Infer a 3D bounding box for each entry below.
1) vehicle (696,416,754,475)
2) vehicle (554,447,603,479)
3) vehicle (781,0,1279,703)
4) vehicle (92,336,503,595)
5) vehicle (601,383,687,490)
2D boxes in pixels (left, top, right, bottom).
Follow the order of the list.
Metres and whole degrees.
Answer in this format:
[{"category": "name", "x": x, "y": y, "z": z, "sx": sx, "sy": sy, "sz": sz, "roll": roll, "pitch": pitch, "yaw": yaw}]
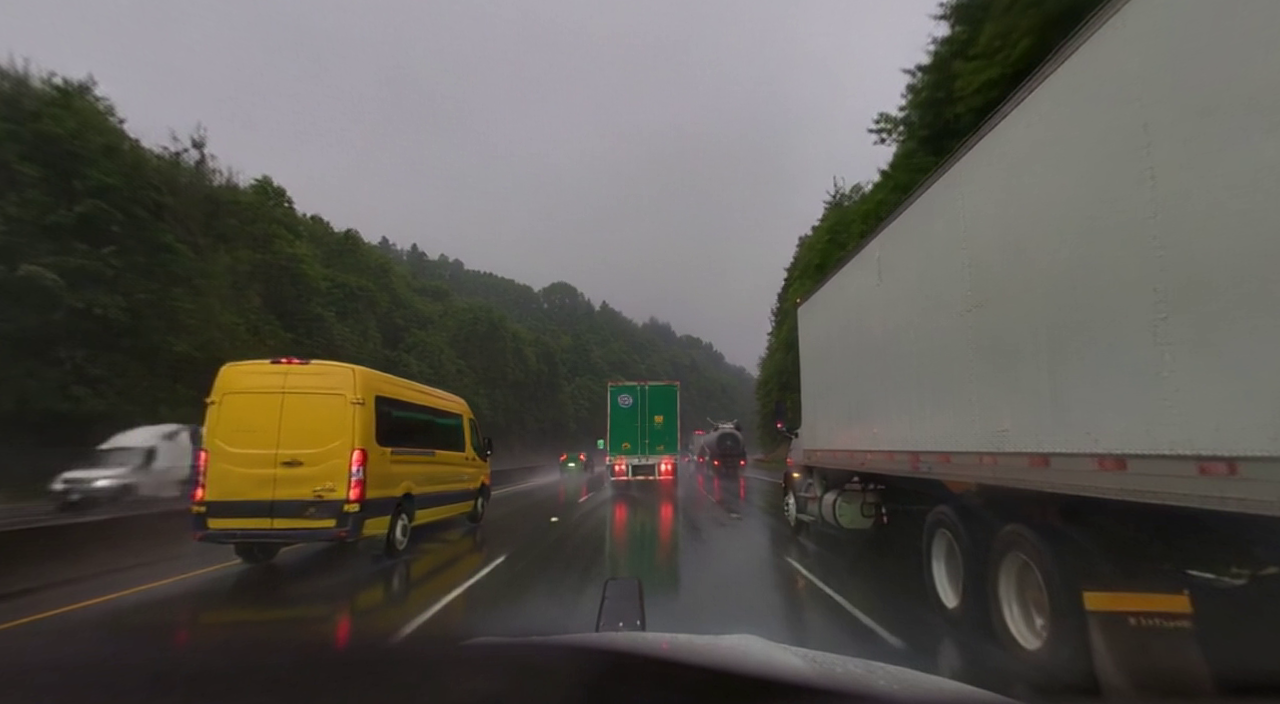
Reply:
[{"category": "vehicle", "x": 5.651, "y": 6.546, "z": 43.871, "sx": 2.706, "sy": 3.500, "sz": 11.483, "roll": 0, "pitch": -9, "yaw": 1}, {"category": "vehicle", "x": -3.342, "y": 6.127, "z": 35.084, "sx": 2.134, "sy": 1.652, "sz": 4.439, "roll": 0, "pitch": -9, "yaw": 2}, {"category": "vehicle", "x": 4.349, "y": 0.205, "z": 6.178, "sx": 3.139, "sy": 4.152, "sz": 11.915, "roll": 0, "pitch": -9, "yaw": 0}, {"category": "vehicle", "x": -4.088, "y": 1.600, "z": 9.487, "sx": 2.525, "sy": 2.572, "sz": 6.260, "roll": 0, "pitch": -9, "yaw": 1}, {"category": "vehicle", "x": 0.060, "y": 3.468, "z": 25.137, "sx": 2.773, "sy": 3.455, "sz": 9.118, "roll": 0, "pitch": -9, "yaw": -1}]
